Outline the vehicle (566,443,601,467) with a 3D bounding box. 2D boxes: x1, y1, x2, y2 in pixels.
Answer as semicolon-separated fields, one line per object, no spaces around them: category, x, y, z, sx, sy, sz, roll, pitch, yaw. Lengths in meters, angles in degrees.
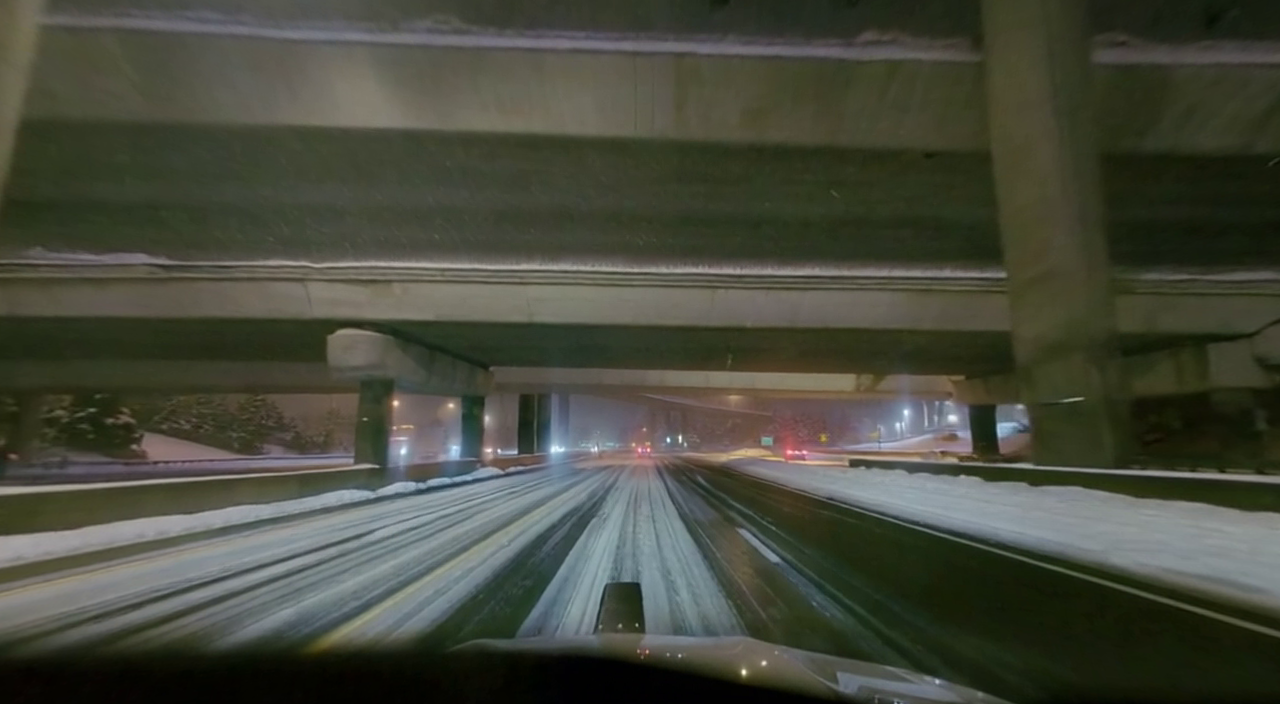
vehicle;-3.820;7.038;43.302;1.954;1.528;4.010;0;-9;1
